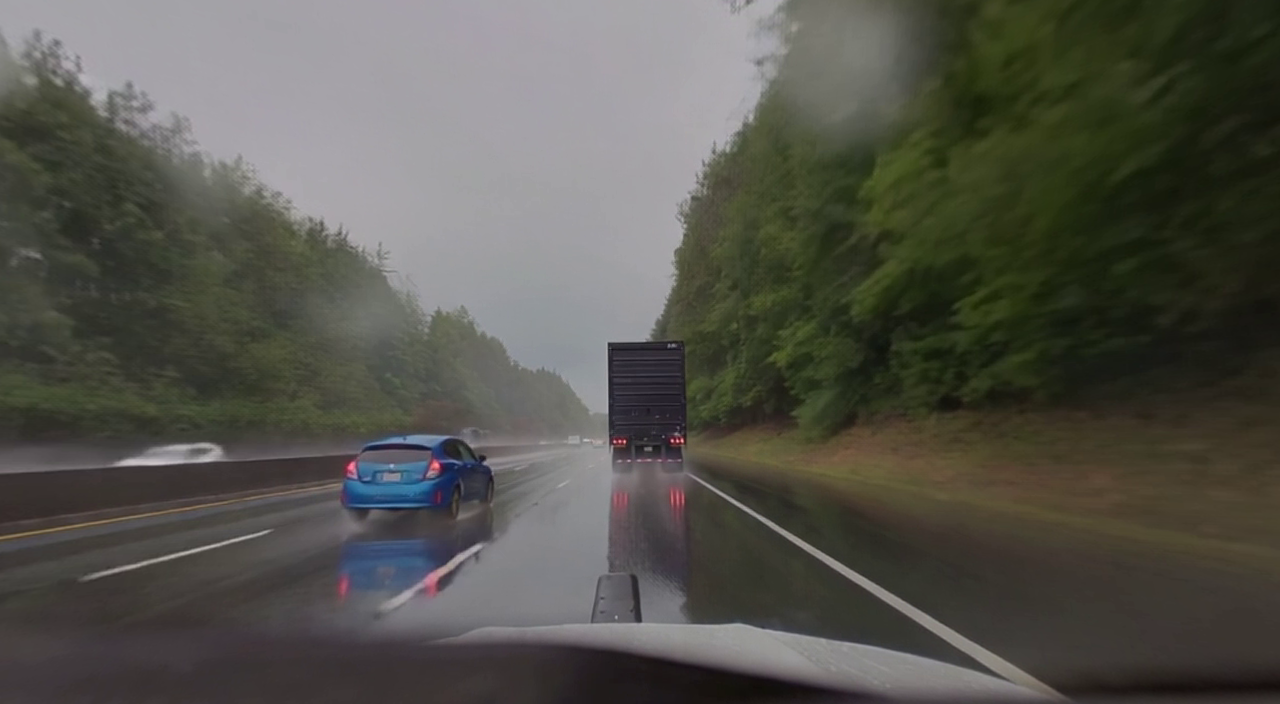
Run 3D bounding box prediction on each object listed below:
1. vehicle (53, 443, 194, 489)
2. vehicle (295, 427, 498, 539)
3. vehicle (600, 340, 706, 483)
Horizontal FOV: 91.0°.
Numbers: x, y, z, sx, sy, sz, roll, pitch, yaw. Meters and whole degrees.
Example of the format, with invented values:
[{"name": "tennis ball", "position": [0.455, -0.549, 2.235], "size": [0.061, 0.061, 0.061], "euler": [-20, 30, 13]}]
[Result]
[{"name": "vehicle", "position": [-19.496, 4.282, 24.032], "size": [1.840, 1.545, 4.187], "euler": [0, -8, -1]}, {"name": "vehicle", "position": [-3.864, 2.131, 10.919], "size": [1.854, 1.530, 4.268], "euler": [0, -8, -1]}, {"name": "vehicle", "position": [0.265, 2.469, 23.766], "size": [3.073, 4.196, 10.546], "euler": [0, -8, -1]}]
